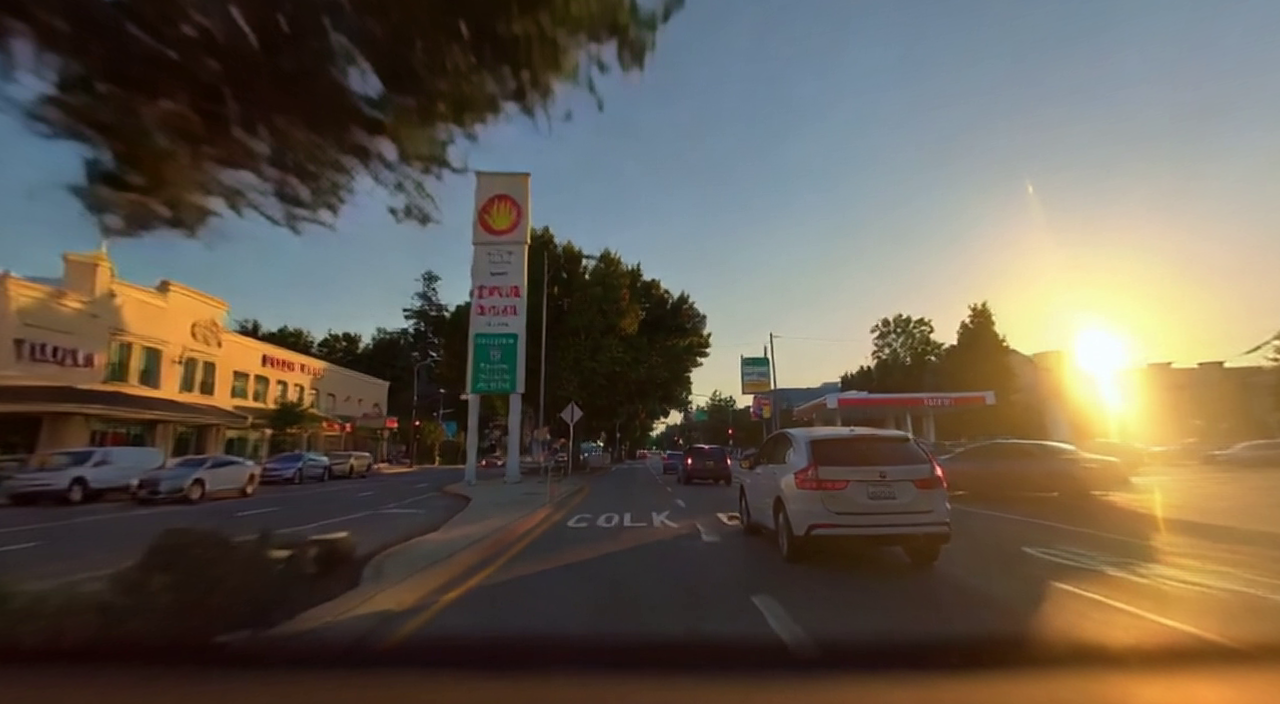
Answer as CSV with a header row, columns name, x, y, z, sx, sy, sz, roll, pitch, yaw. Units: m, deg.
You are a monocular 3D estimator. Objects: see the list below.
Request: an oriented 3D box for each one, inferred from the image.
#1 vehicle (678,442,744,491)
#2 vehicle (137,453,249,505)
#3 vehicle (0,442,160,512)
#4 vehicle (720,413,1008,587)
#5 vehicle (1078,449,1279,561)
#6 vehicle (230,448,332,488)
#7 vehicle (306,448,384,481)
name,x,y,z,sx,sy,sz,roll,pitch,yaw
vehicle,2.612,4.315,24.125,1.999,1.679,4.217,0,-9,-1
vehicle,-15.437,4.340,22.060,2.290,1.519,4.860,4,-10,-25
vehicle,-17.931,3.834,19.880,1.930,1.935,4.567,0,-9,-1
vehicle,2.546,1.849,8.772,2.183,1.720,4.842,0,-9,0
vehicle,9.907,2.336,10.068,2.036,1.525,5.135,0,-9,-1
vehicle,-18.001,5.819,31.919,2.129,1.843,5.067,0,-9,1
vehicle,-17.859,6.809,38.457,2.263,1.887,5.170,0,-9,-1
